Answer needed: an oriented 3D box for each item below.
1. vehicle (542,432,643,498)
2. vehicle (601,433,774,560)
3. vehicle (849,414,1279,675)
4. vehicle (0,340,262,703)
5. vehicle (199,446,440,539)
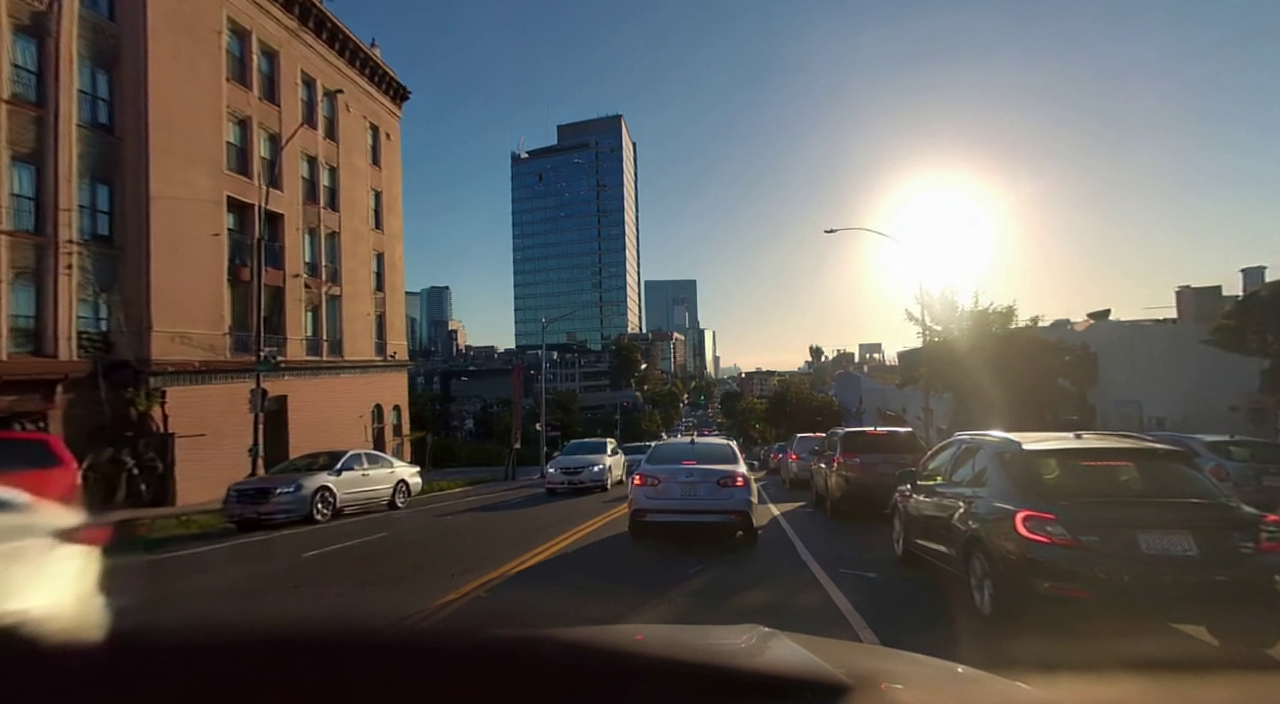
[{"bbox_3d":[-1.293,3.407,19.505,2.102,1.771,4.599,-1,-9,9],"label":"vehicle"},{"bbox_3d":[0.790,1.983,9.391,2.031,1.461,3.763,-1,-8,8],"label":"vehicle"},{"bbox_3d":[3.391,1.441,5.889,1.982,1.510,4.144,-1,-9,8],"label":"vehicle"},{"bbox_3d":[-3.535,0.712,1.616,2.030,1.730,4.453,-1,-8,6],"label":"vehicle"},{"bbox_3d":[-6.074,2.646,12.687,1.928,1.503,4.322,-2,-9,13],"label":"vehicle"}]
